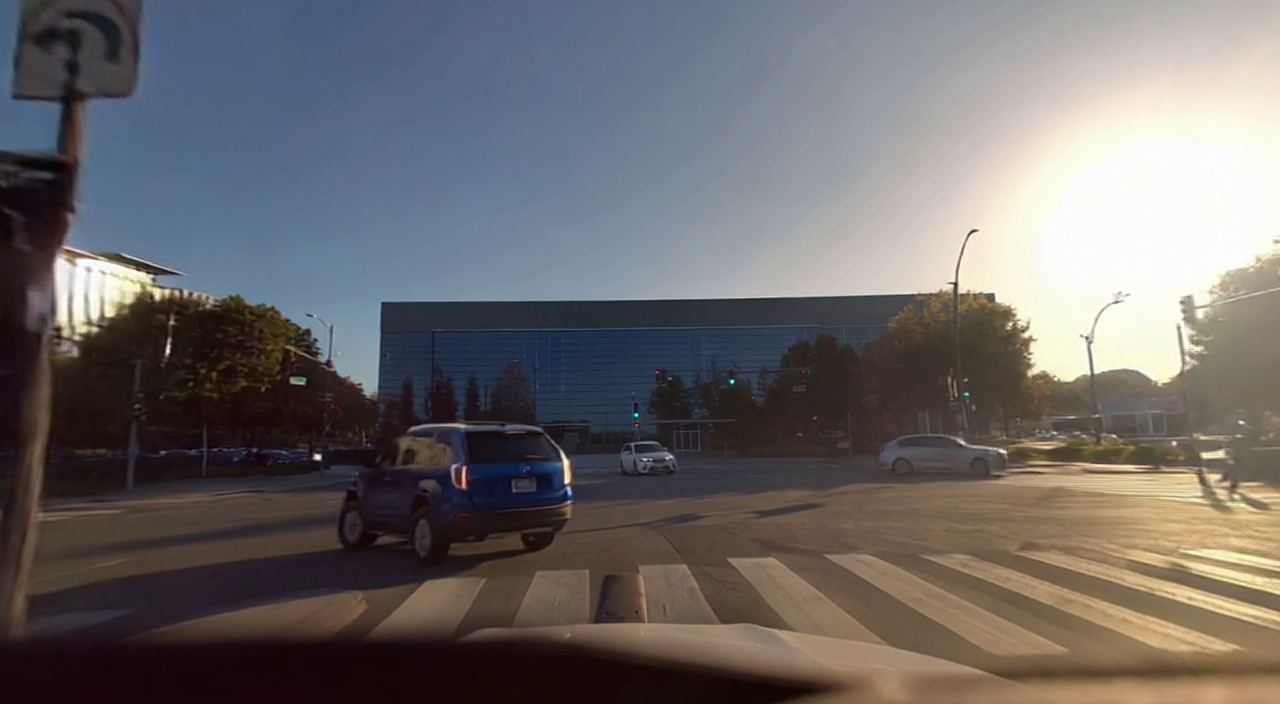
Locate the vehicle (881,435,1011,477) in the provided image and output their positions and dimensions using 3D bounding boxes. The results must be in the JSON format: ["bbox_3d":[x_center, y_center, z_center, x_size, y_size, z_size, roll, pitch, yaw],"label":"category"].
[{"bbox_3d":[12.443,4.235,25.922,4.529,1.604,2.130,-4,-9,25],"label":"vehicle"}]

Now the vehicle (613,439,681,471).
[{"bbox_3d":[0.311,5.768,35.552,1.998,1.674,4.652,4,-9,-24],"label":"vehicle"}]

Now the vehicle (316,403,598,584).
[{"bbox_3d":[-2.648,1.747,8.605,2.085,1.807,4.038,7,-11,-41],"label":"vehicle"}]
